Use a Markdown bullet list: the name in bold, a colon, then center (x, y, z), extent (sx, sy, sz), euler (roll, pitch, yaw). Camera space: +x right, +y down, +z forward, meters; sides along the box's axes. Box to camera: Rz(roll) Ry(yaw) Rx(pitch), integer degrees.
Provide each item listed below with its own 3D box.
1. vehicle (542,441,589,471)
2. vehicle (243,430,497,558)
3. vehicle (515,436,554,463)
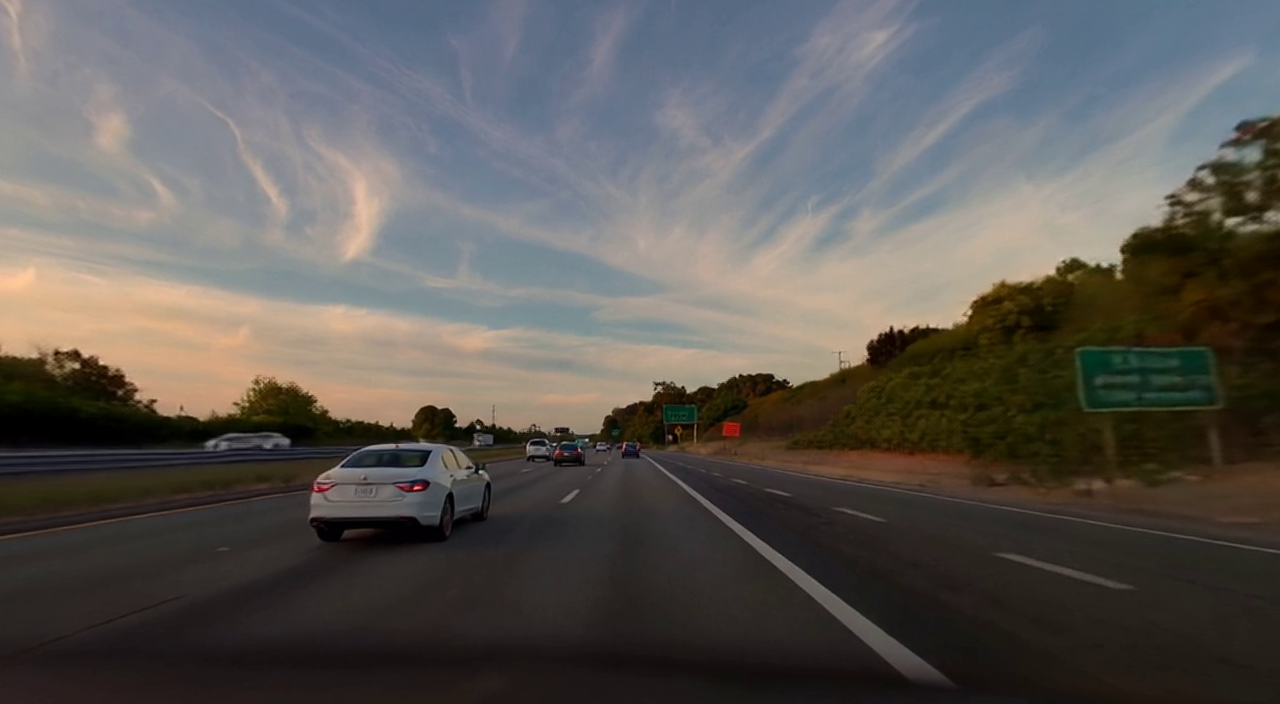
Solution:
- **vehicle**: center (-4.035, 5.715, 34.960), extent (2.068, 1.501, 4.395), euler (0, -8, -1)
- **vehicle**: center (-3.719, 2.021, 9.801), extent (2.025, 1.506, 4.429), euler (0, -8, -1)
- **vehicle**: center (-8.001, 7.418, 48.186), extent (2.171, 1.982, 5.246), euler (0, -8, -1)
